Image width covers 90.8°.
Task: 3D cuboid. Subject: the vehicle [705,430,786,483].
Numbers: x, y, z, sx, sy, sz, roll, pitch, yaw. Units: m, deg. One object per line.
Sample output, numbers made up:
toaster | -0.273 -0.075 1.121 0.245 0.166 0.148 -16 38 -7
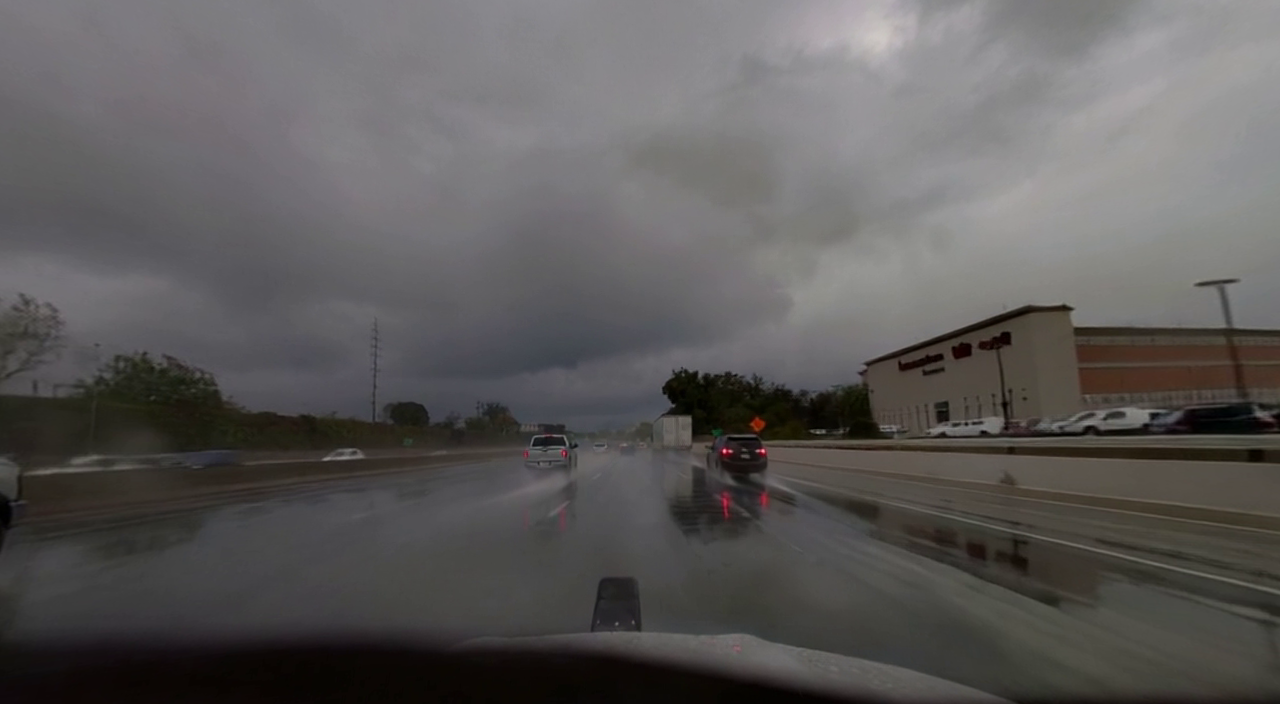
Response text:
vehicle | 3.864 3.944 24.040 2.198 1.807 4.530 0 -8 -2

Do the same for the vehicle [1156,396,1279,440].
vehicle | 29.504 3.286 31.107 5.860 2.005 2.510 0 -8 1

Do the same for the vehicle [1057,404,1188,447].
vehicle | 29.610 4.554 38.907 6.114 2.103 2.336 -2 -11 -5

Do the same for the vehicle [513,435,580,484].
vehicle | -3.634 4.280 25.433 1.987 1.765 4.508 0 -8 0
